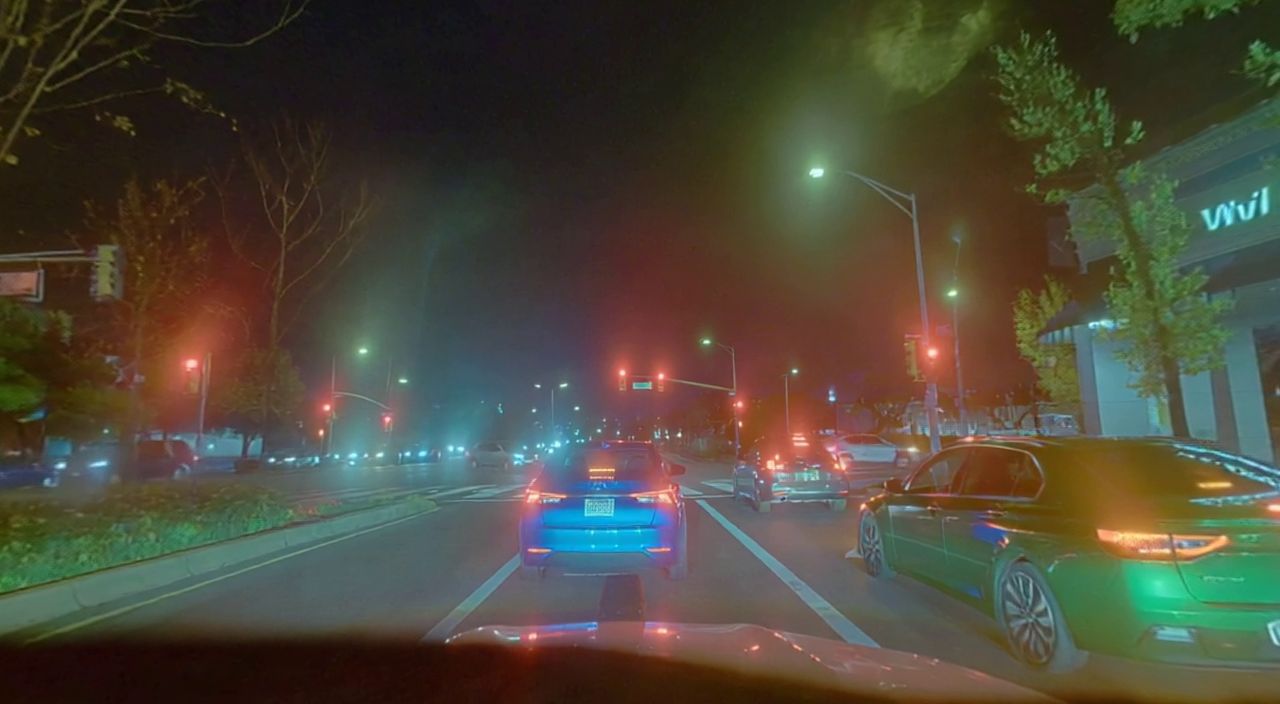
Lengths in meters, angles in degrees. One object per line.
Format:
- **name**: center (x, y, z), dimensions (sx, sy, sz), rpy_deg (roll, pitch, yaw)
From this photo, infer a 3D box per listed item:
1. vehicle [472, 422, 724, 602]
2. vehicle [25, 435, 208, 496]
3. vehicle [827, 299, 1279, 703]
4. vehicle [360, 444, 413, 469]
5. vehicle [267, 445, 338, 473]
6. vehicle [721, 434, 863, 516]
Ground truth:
- **vehicle**: center (-0.373, 1.652, 7.384), dimensions (2.143, 1.520, 3.848), rpy_deg (0, -8, 0)
- **vehicle**: center (-17.990, 3.904, 22.145), dimensions (2.295, 1.858, 4.748), rpy_deg (0, -8, 0)
- **vehicle**: center (3.580, 1.106, 5.058), dimensions (2.572, 1.945, 5.065), rpy_deg (0, -8, 0)
- **vehicle**: center (-17.953, 7.368, 44.889), dimensions (1.976, 1.667, 4.274), rpy_deg (0, -8, 0)
- **vehicle**: center (-21.606, 6.832, 40.641), dimensions (1.935, 1.701, 4.590), rpy_deg (0, -8, 1)
- **vehicle**: center (3.175, 2.672, 14.299), dimensions (2.026, 1.549, 4.559), rpy_deg (0, -8, -1)
